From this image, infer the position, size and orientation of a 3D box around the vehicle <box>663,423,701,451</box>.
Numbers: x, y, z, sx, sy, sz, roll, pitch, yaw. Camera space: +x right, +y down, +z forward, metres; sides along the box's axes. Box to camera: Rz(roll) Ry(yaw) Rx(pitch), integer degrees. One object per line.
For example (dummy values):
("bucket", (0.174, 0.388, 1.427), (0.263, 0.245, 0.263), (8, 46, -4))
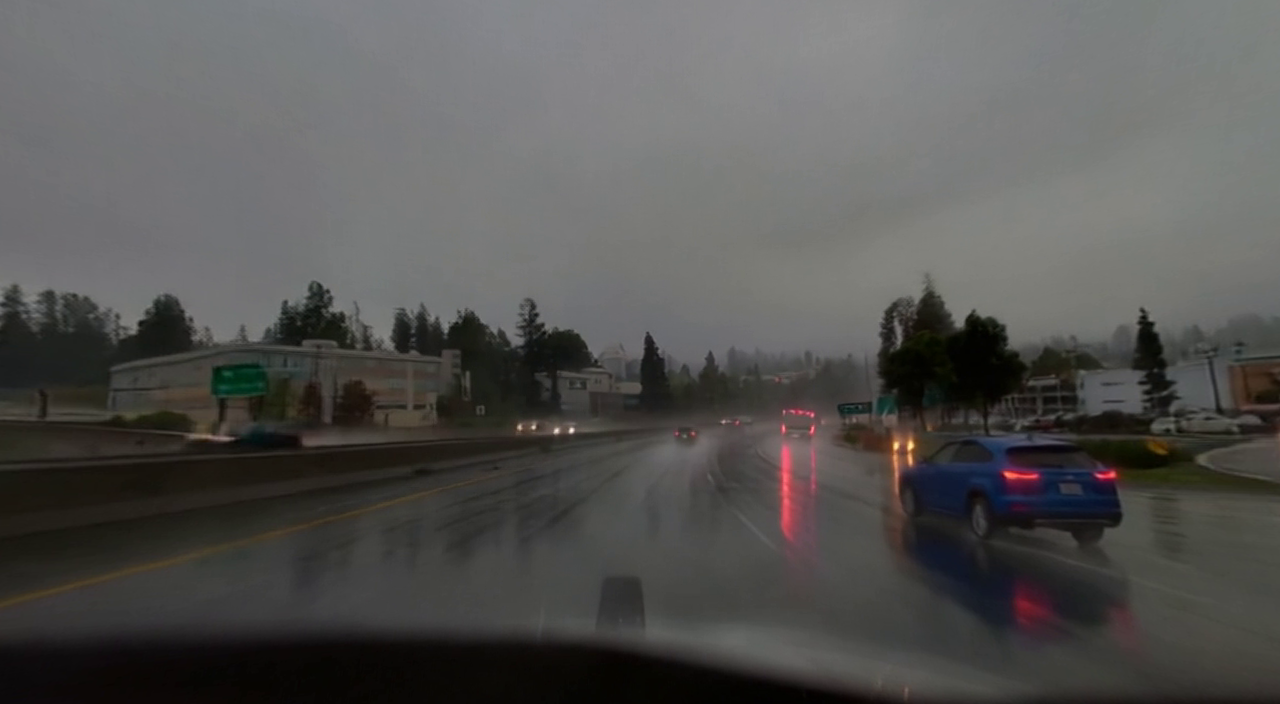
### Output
("vehicle", (2.879, 5.790, 42.661), (2.181, 1.768, 4.383), (-1, -9, 9))

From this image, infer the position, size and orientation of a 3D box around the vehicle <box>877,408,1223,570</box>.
("vehicle", (5.080, 1.739, 8.799), (2.097, 1.659, 4.320), (0, -8, 4))

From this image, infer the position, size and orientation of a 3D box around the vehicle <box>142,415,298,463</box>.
("vehicle", (-14.640, 3.105, 22.458), (1.967, 1.496, 4.871), (0, -8, 4))

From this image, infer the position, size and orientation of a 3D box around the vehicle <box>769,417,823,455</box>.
("vehicle", (9.725, 5.372, 40.028), (2.526, 2.230, 6.190), (-1, -8, 7))
